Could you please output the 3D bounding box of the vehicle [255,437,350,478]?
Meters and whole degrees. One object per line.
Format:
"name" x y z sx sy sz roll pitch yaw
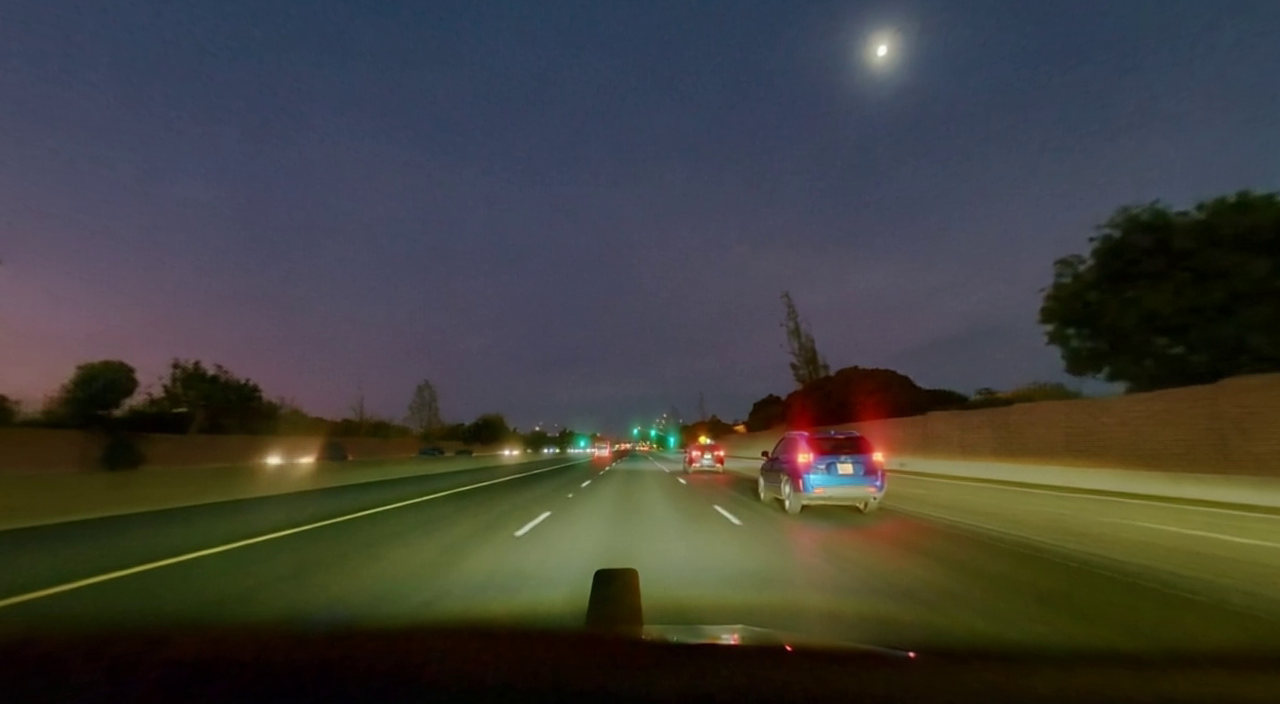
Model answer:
"vehicle" -19.839 6.220 37.587 2.314 2.179 5.976 0 -9 0

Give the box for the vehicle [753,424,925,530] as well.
"vehicle" 3.580 2.323 12.329 1.910 1.696 4.187 0 -9 -1

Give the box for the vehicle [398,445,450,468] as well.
"vehicle" -15.980 7.736 47.111 2.018 1.635 5.236 0 -9 0

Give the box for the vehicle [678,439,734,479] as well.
"vehicle" 2.997 4.964 29.549 2.045 1.688 4.313 0 -9 -2
